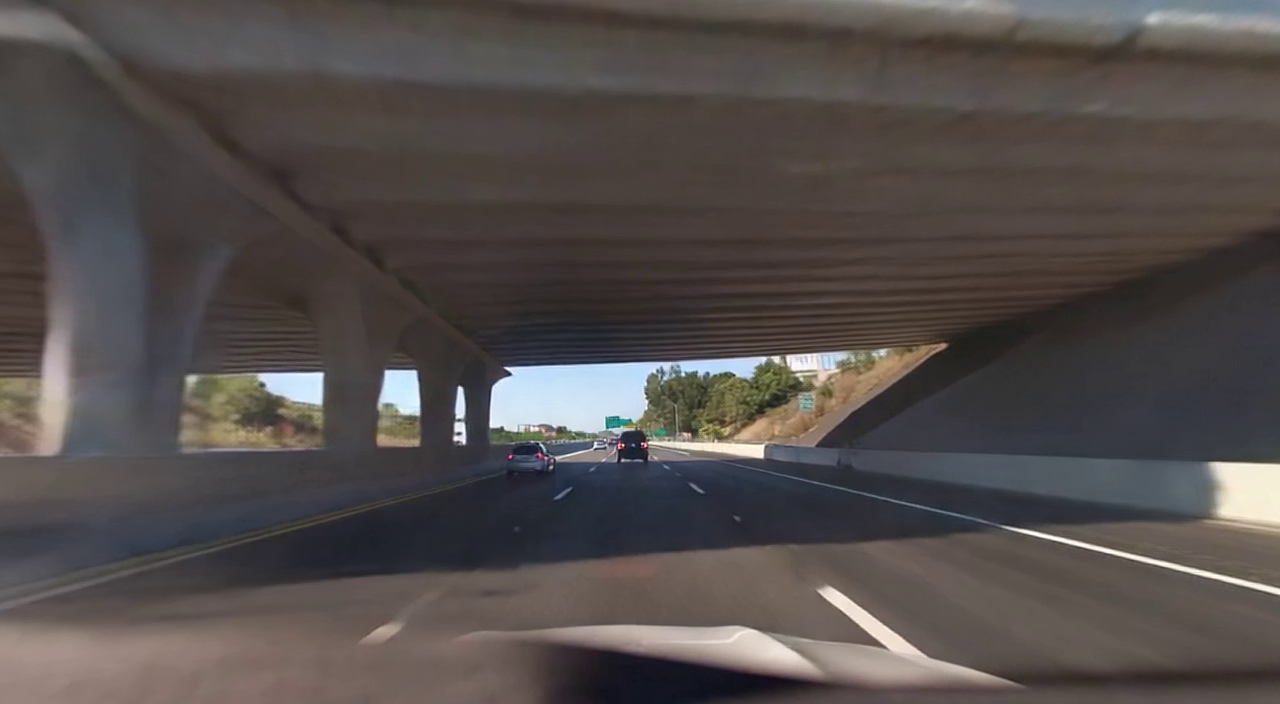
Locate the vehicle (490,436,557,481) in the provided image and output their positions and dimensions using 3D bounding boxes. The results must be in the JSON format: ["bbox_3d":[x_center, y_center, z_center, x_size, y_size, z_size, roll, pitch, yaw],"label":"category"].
[{"bbox_3d":[-4.428,4.089,24.424,1.945,1.550,3.780,-1,-8,-1],"label":"vehicle"}]

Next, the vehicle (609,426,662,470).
[{"bbox_3d":[-0.268,4.684,30.820,2.382,1.973,4.439,-1,-8,-2],"label":"vehicle"}]
